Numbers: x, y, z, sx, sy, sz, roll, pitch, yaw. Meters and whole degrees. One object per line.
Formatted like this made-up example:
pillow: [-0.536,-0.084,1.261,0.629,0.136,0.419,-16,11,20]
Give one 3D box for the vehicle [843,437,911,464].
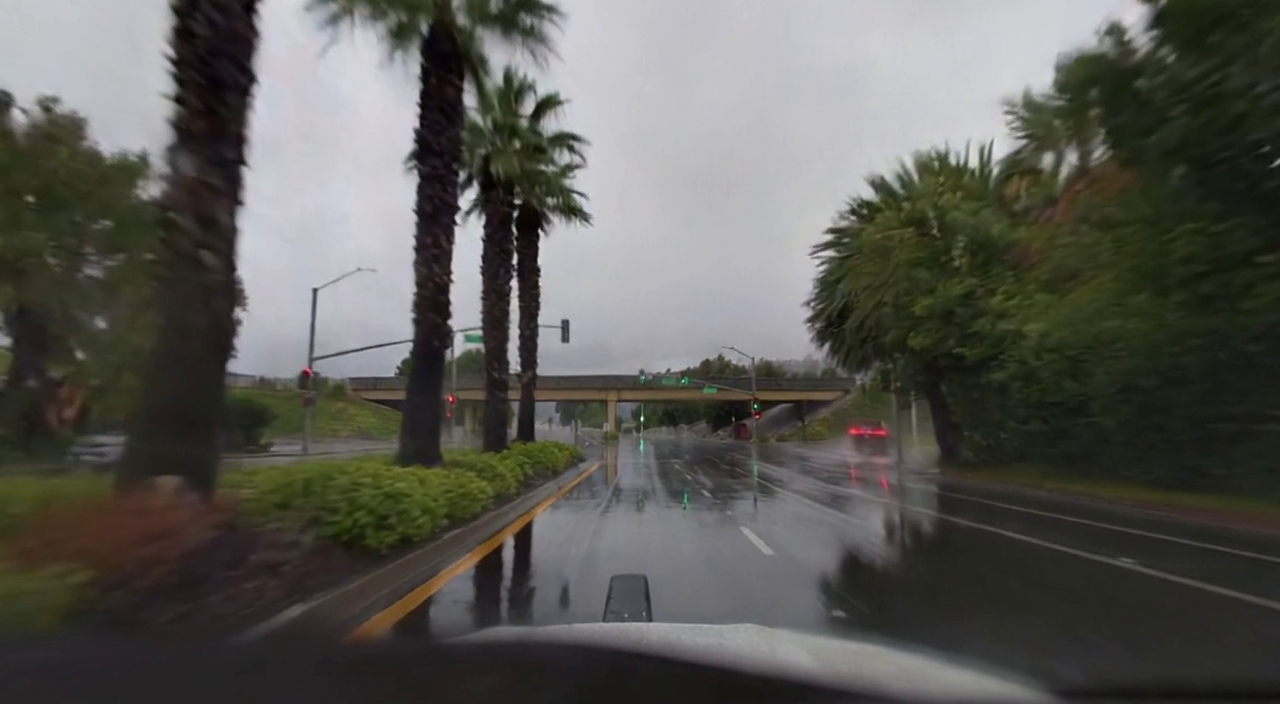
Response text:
vehicle: [13.681,5.642,36.248,1.982,1.436,4.556,-8,-12,42]
